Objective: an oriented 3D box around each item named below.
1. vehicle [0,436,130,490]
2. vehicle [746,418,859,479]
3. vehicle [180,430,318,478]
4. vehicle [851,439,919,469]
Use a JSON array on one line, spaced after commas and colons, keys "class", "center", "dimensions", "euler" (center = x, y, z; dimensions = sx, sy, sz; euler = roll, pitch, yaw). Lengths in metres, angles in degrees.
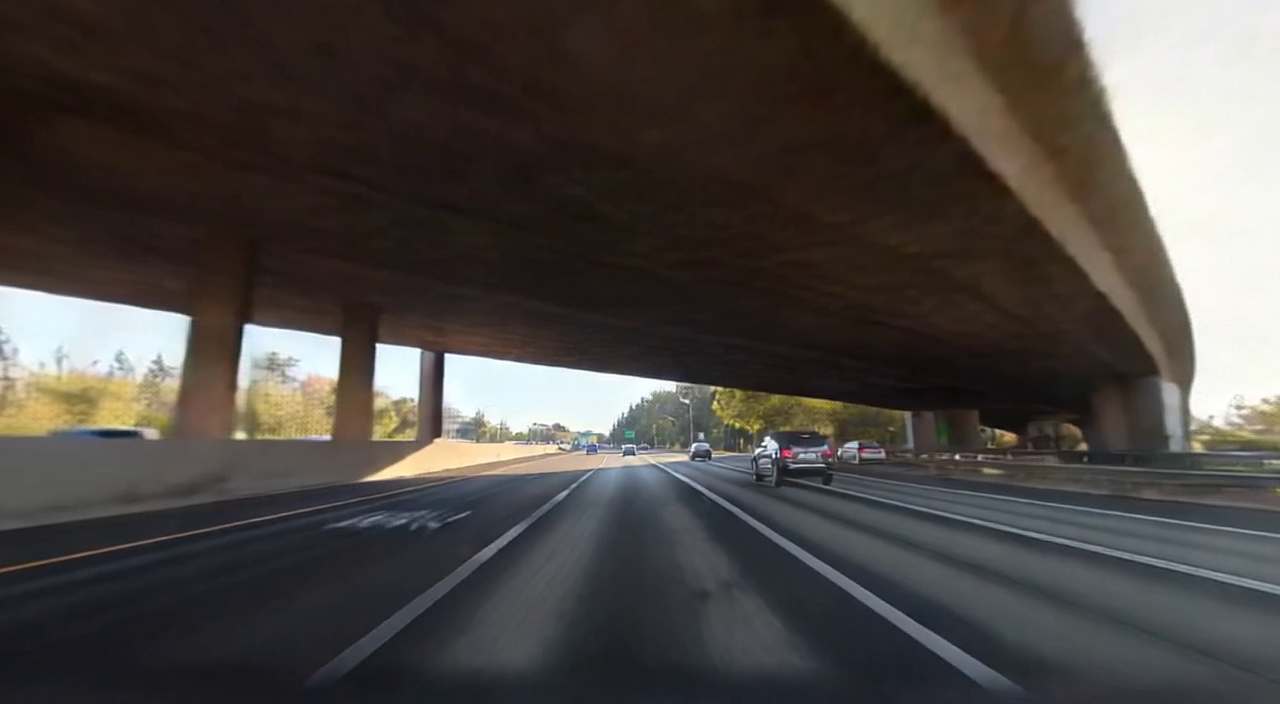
[{"class": "vehicle", "center": [-21.239, 3.709, 21.275], "dimensions": [2.519, 1.642, 6.530], "euler": [0, -8, 0]}, {"class": "vehicle", "center": [6.938, 4.313, 28.301], "dimensions": [2.779, 2.339, 8.073], "euler": [0, -8, -1]}, {"class": "vehicle", "center": [-17.151, 4.520, 28.141], "dimensions": [2.325, 1.901, 6.074], "euler": [0, -8, 0]}, {"class": "vehicle", "center": [14.238, 5.927, 36.822], "dimensions": [2.072, 1.611, 4.387], "euler": [0, -8, -2]}]
